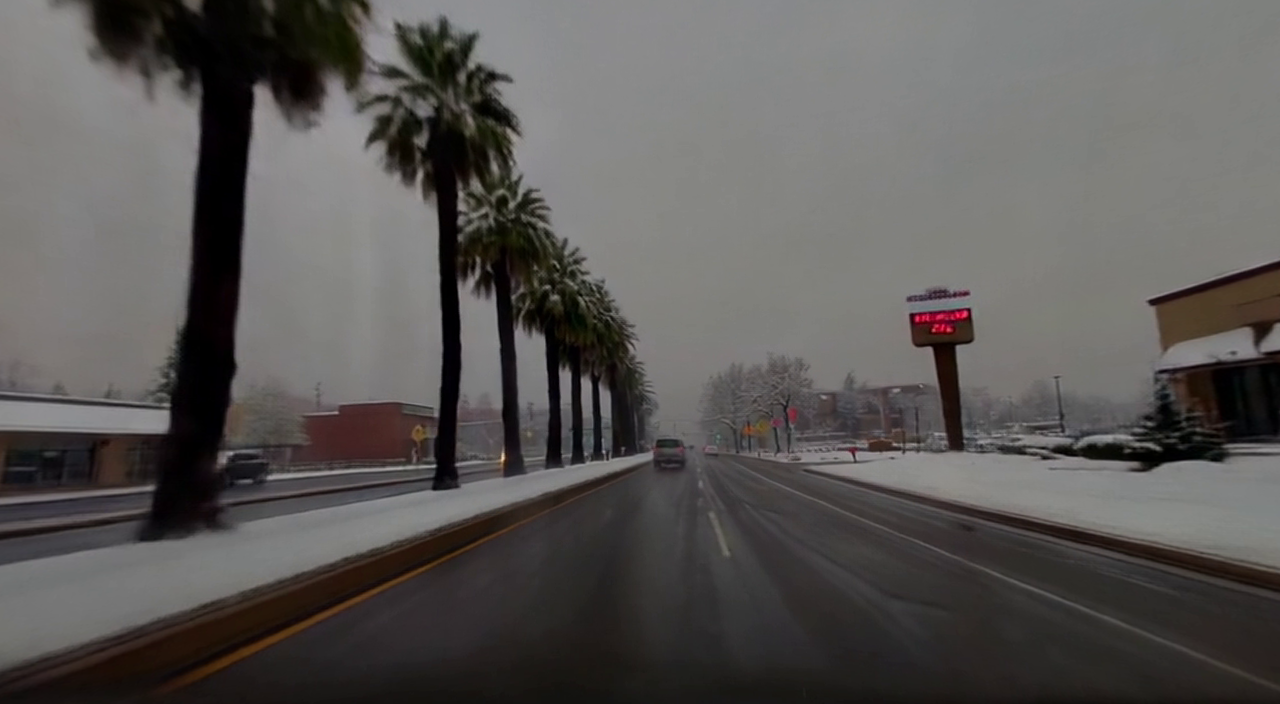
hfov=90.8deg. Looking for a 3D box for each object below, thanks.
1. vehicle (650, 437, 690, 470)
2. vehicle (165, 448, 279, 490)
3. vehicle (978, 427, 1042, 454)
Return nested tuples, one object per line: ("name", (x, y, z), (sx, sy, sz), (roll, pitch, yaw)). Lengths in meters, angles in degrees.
("vehicle", (1.787, 5.766, 36.062), (2.147, 1.745, 4.648), (-1, -8, 5))
("vehicle", (-21.022, 5.854, 32.065), (2.294, 1.935, 4.783), (-1, -8, 3))
("vehicle", (26.746, 6.475, 45.908), (2.194, 1.840, 4.659), (-1, -9, 6))
